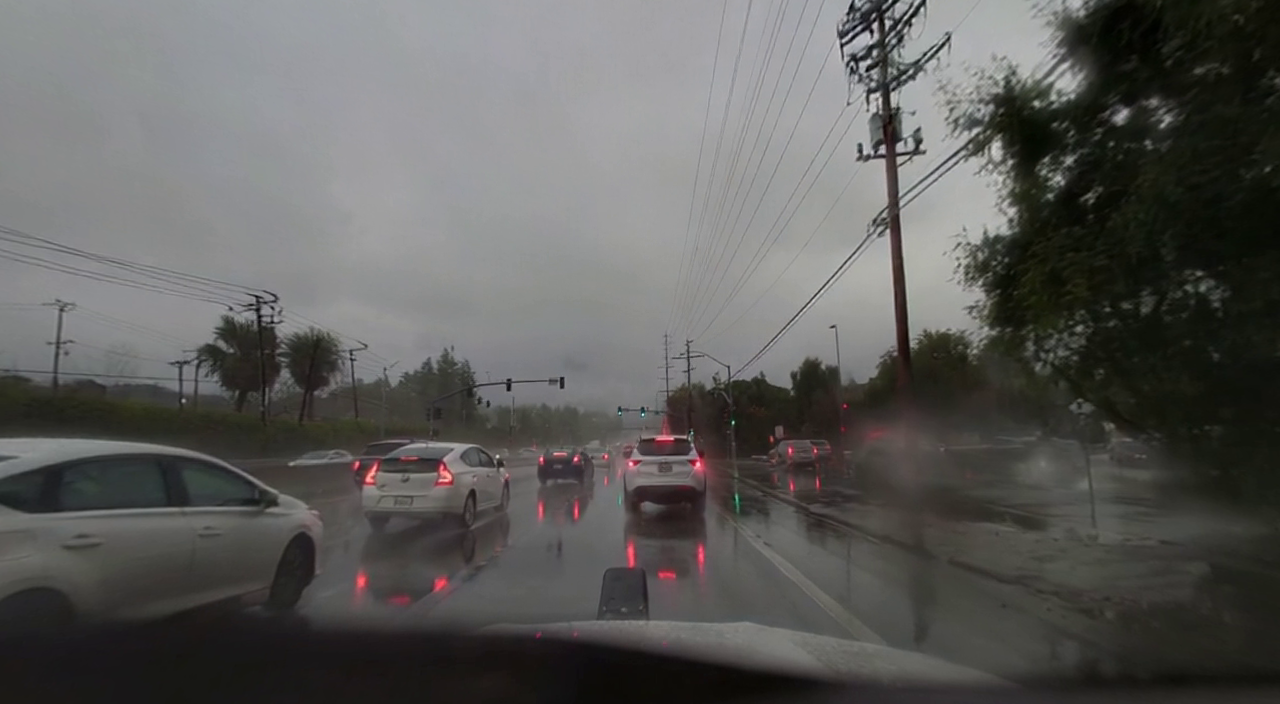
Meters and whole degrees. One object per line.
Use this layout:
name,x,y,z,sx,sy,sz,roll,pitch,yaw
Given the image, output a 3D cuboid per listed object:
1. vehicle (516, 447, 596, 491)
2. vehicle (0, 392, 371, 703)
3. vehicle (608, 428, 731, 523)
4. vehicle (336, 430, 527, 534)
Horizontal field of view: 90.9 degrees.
vehicle,-2.924,4.201,23.057,2.105,1.436,4.311,-1,-9,3
vehicle,-3.812,1.215,4.415,1.999,1.563,4.007,0,-9,1
vehicle,0.597,2.537,13.396,2.205,1.691,3.937,-1,-9,2
vehicle,-3.717,2.404,12.270,2.018,1.621,4.441,-1,-9,2
